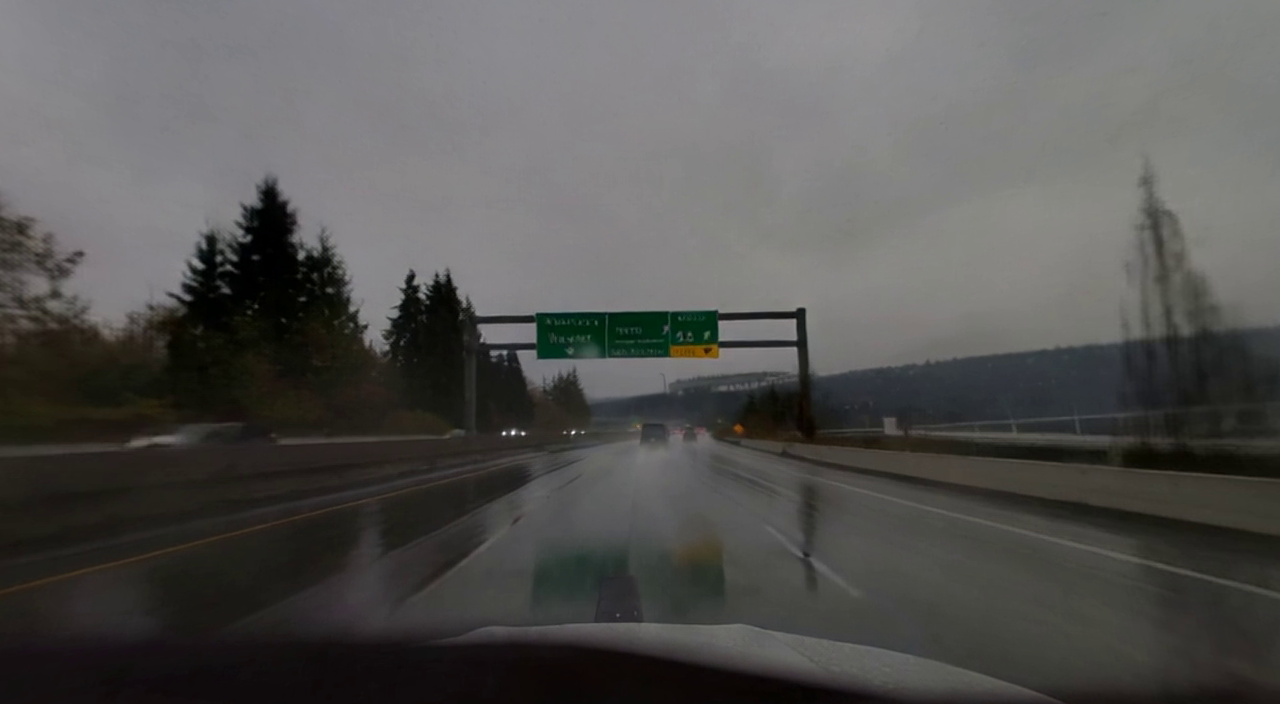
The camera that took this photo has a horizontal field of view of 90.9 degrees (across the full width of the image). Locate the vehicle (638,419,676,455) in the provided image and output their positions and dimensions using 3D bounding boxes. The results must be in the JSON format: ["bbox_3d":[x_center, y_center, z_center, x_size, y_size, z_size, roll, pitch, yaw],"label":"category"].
[{"bbox_3d":[1.191,5.919,43.769,2.450,2.314,4.753,0,-8,2],"label":"vehicle"}]
